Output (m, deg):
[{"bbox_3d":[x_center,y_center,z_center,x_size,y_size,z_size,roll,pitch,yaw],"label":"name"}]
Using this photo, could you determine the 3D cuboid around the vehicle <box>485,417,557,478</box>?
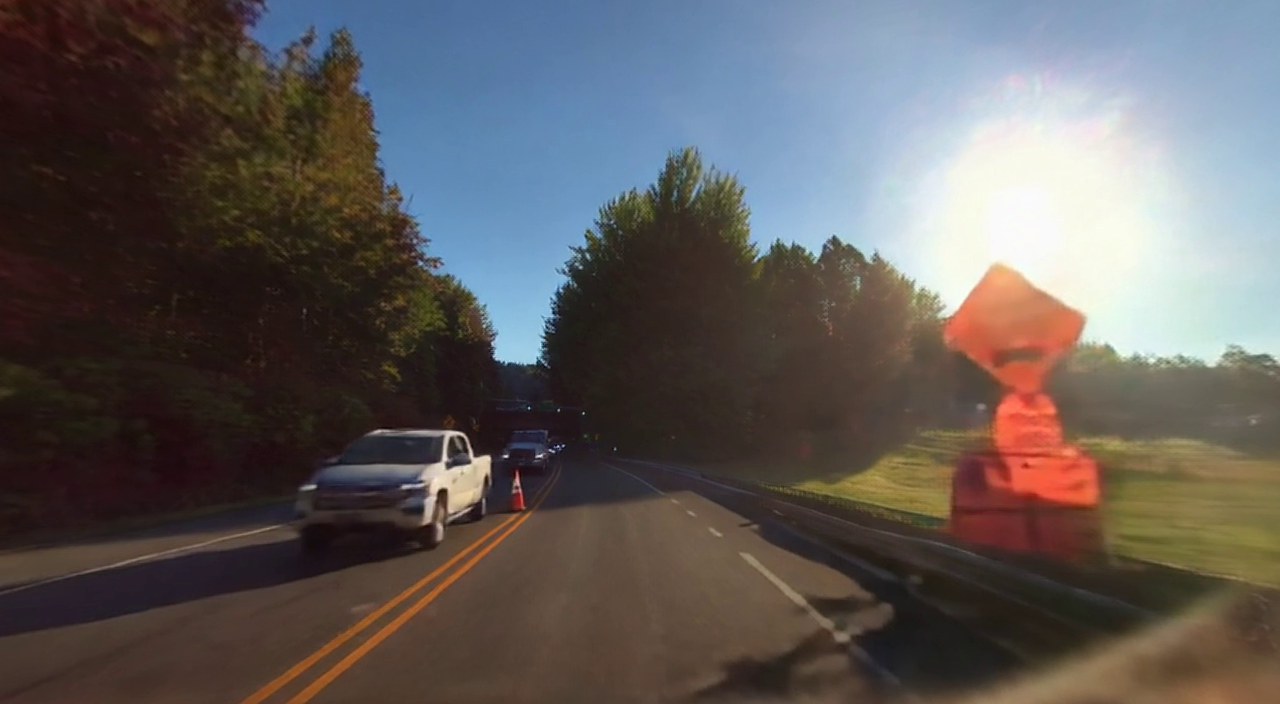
[{"bbox_3d":[-5.660,4.700,31.231,2.939,2.556,8.664,1,-8,-8],"label":"vehicle"}]

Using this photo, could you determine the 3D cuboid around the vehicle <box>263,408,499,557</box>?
[{"bbox_3d":[-3.653,1.916,10.001,2.057,1.792,4.457,1,-8,-4],"label":"vehicle"}]
